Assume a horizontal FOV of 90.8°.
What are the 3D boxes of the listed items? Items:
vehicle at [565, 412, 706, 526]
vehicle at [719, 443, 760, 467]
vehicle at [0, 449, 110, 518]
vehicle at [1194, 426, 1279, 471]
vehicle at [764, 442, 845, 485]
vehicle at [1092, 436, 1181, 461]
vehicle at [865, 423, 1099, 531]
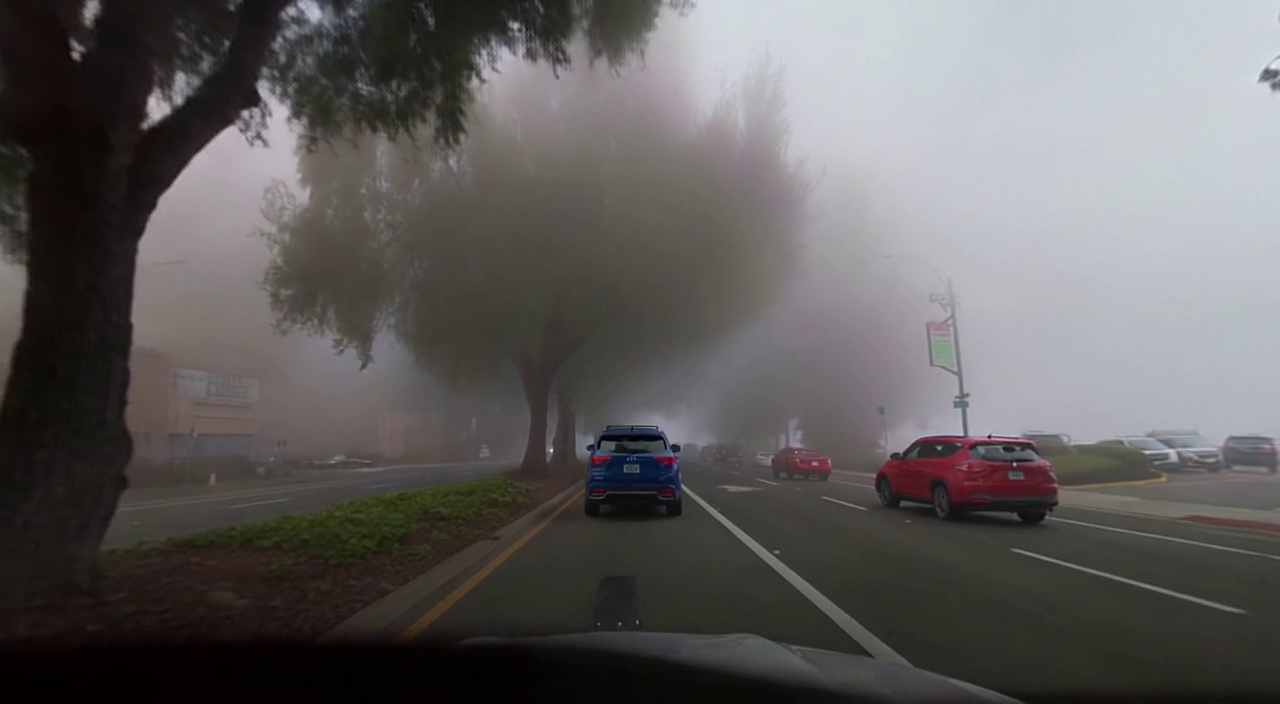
[{"bbox_3d":[-0.088,2.253,12.620,2.320,1.880,4.192,0,-9,-1],"label":"vehicle"},{"bbox_3d":[6.550,6.825,42.086,1.914,1.523,4.287,0,-9,-2],"label":"vehicle"},{"bbox_3d":[-19.246,3.864,18.793,2.302,1.939,5.221,0,-9,1],"label":"vehicle"},{"bbox_3d":[27.248,4.245,27.797,1.878,1.838,4.118,0,-9,0],"label":"vehicle"},{"bbox_3d":[6.462,4.422,25.406,2.035,1.553,4.465,0,-9,0],"label":"vehicle"},{"bbox_3d":[33.224,6.474,42.454,1.959,1.580,4.873,0,-9,0],"label":"vehicle"},{"bbox_3d":[6.259,2.332,12.352,2.056,1.703,4.428,0,-9,0],"label":"vehicle"}]
